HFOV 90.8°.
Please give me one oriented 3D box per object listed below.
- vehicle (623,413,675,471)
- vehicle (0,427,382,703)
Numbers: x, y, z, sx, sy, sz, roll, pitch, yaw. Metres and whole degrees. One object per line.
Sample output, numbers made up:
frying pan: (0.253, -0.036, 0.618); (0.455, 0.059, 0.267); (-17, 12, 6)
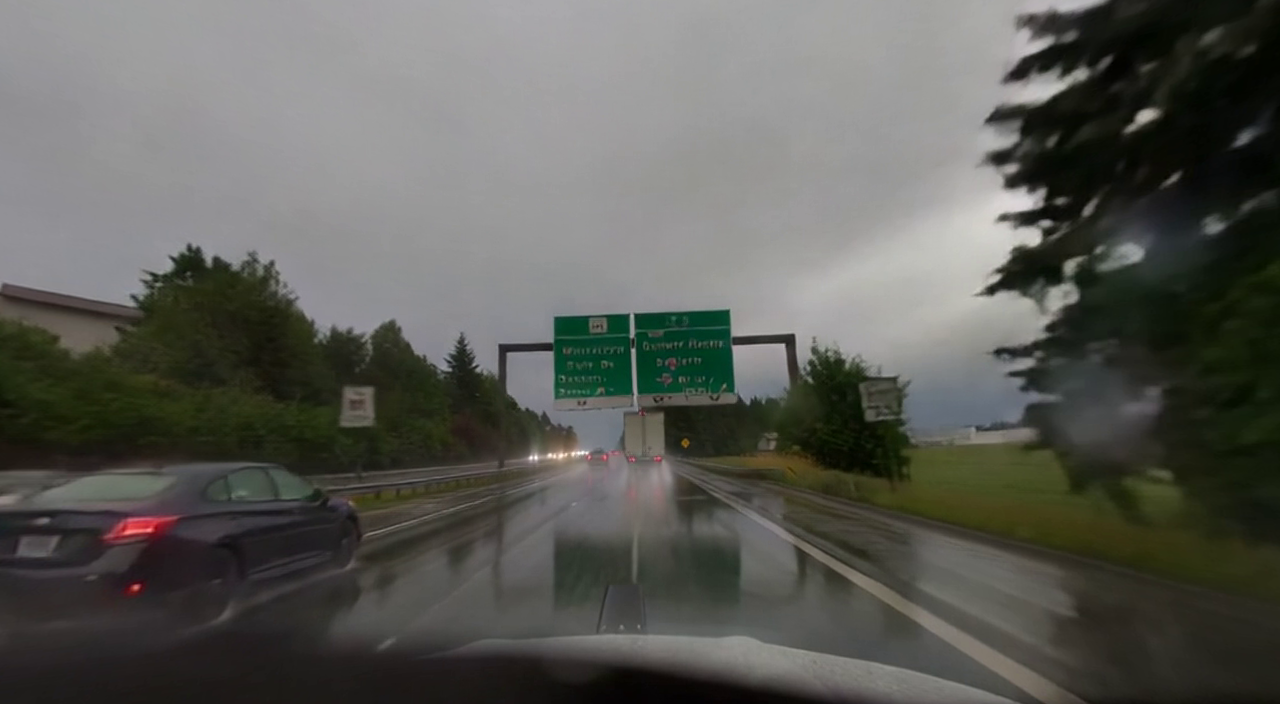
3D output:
vehicle: (0.416, 7.267, 49.813); (3.341, 3.725, 18.015); (0, -9, -1)
vehicle: (-4.070, 1.455, 5.338); (1.968, 1.460, 4.227); (0, -9, 0)
